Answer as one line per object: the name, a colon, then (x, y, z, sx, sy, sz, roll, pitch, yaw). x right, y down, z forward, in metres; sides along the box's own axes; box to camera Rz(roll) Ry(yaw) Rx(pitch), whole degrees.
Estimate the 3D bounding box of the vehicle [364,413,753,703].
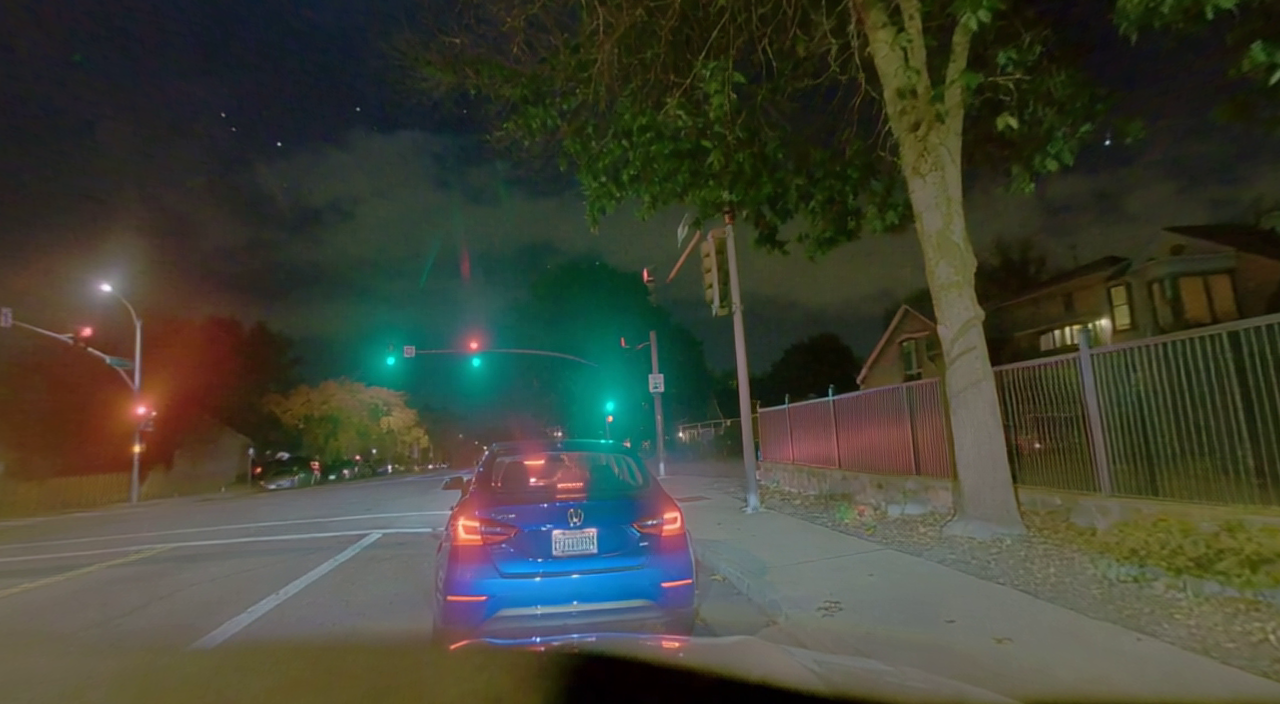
vehicle: (-0.670, 1.359, 5.223, 2.024, 1.502, 3.702, 1, -9, -9)
